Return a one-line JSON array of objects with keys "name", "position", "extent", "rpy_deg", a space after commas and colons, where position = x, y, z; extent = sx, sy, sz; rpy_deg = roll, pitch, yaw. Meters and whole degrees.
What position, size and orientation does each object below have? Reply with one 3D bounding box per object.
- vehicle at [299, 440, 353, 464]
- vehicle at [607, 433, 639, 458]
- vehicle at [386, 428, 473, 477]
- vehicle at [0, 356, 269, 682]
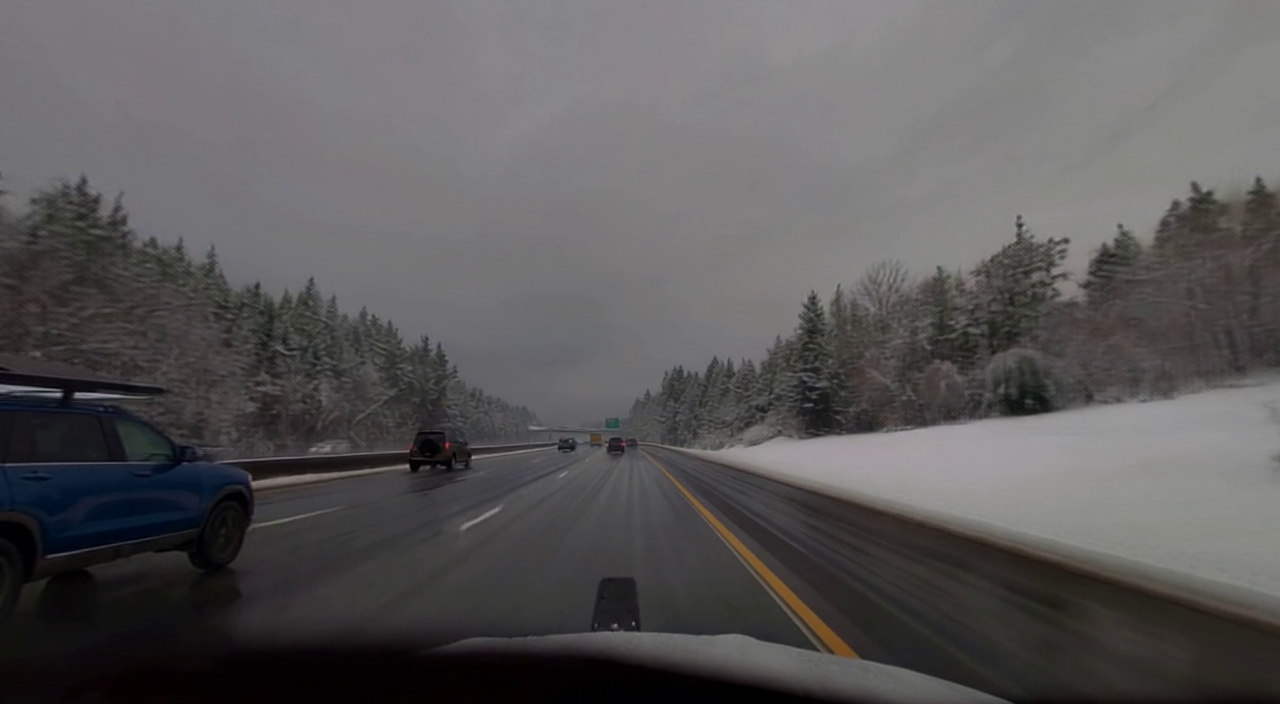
[{"name": "vehicle", "position": [-21.239, 6.783, 42.805], "extent": [1.729, 1.483, 3.790], "rpy_deg": [0, -7, 0]}, {"name": "vehicle", "position": [-1.193, 6.628, 44.901], "extent": [2.178, 1.658, 3.916], "rpy_deg": [0, -8, -1]}, {"name": "vehicle", "position": [-8.226, 3.940, 25.047], "extent": [1.964, 1.745, 4.338], "rpy_deg": [0, -8, 0]}, {"name": "vehicle", "position": [-4.507, 0.924, 3.549], "extent": [2.069, 1.748, 4.652], "rpy_deg": [0, -8, -1]}]
